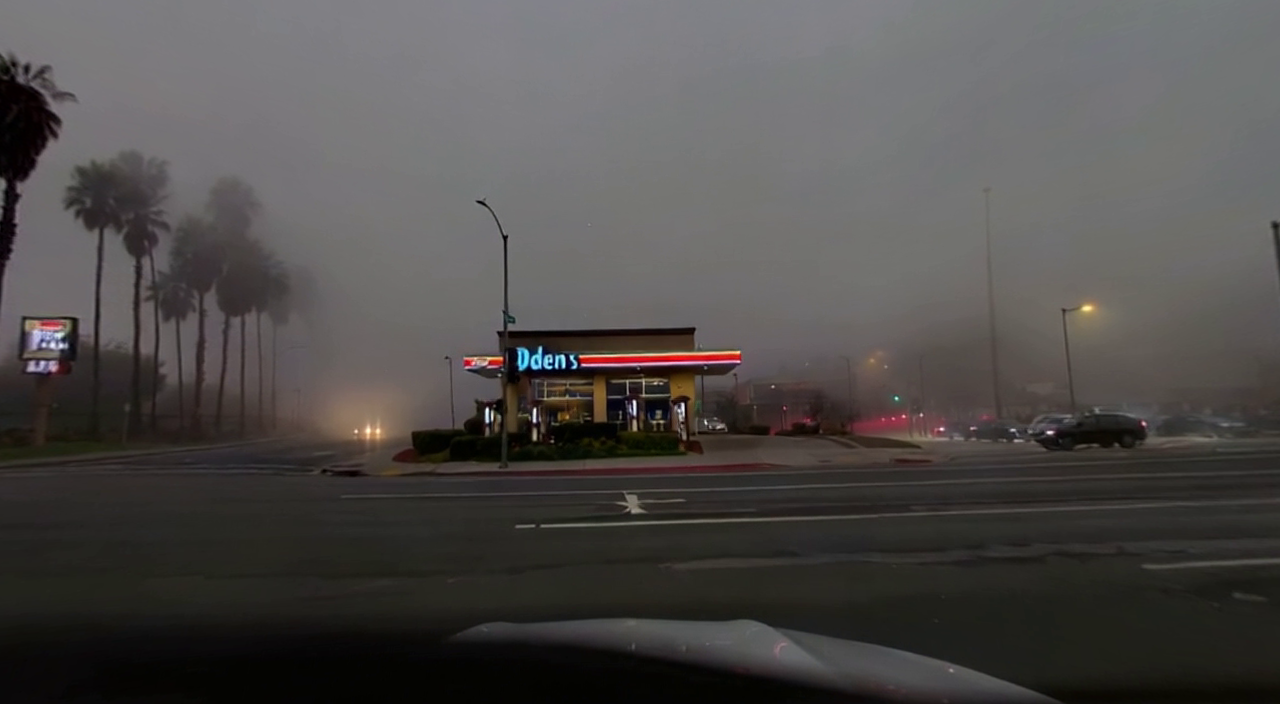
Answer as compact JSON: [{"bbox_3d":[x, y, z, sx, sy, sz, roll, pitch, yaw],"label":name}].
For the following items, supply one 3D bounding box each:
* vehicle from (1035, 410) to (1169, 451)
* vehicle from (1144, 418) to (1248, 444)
[{"bbox_3d":[21.997,3.709,30.191,4.880,1.754,2.202,-1,-5,-6],"label":"vehicle"},{"bbox_3d":[33.863,4.853,38.656,1.805,1.466,4.641,1,-8,-8],"label":"vehicle"}]
